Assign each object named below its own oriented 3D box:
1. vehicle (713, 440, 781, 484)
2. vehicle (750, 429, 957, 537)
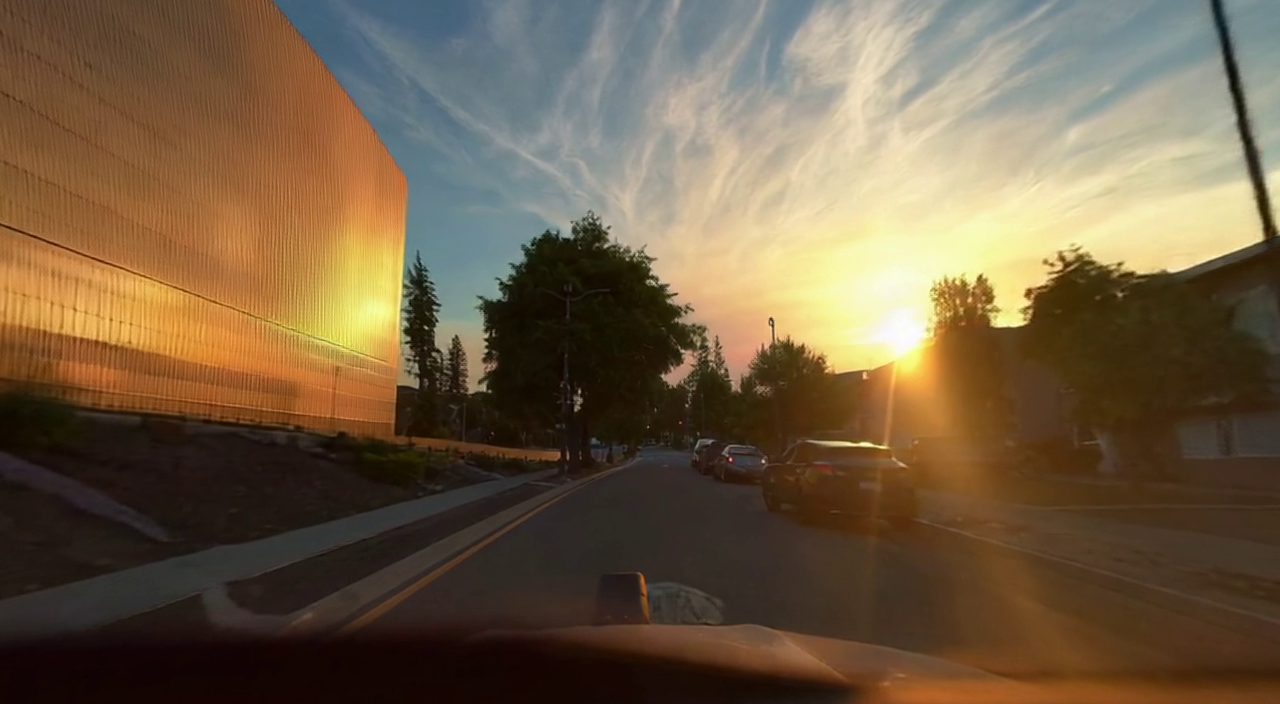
[{"bbox_3d":[3.770,3.956,22.955,1.848,1.442,4.425,-1,-8,2],"label":"vehicle"},{"bbox_3d":[3.395,2.179,11.154,2.024,1.475,4.565,0,-8,0],"label":"vehicle"}]
